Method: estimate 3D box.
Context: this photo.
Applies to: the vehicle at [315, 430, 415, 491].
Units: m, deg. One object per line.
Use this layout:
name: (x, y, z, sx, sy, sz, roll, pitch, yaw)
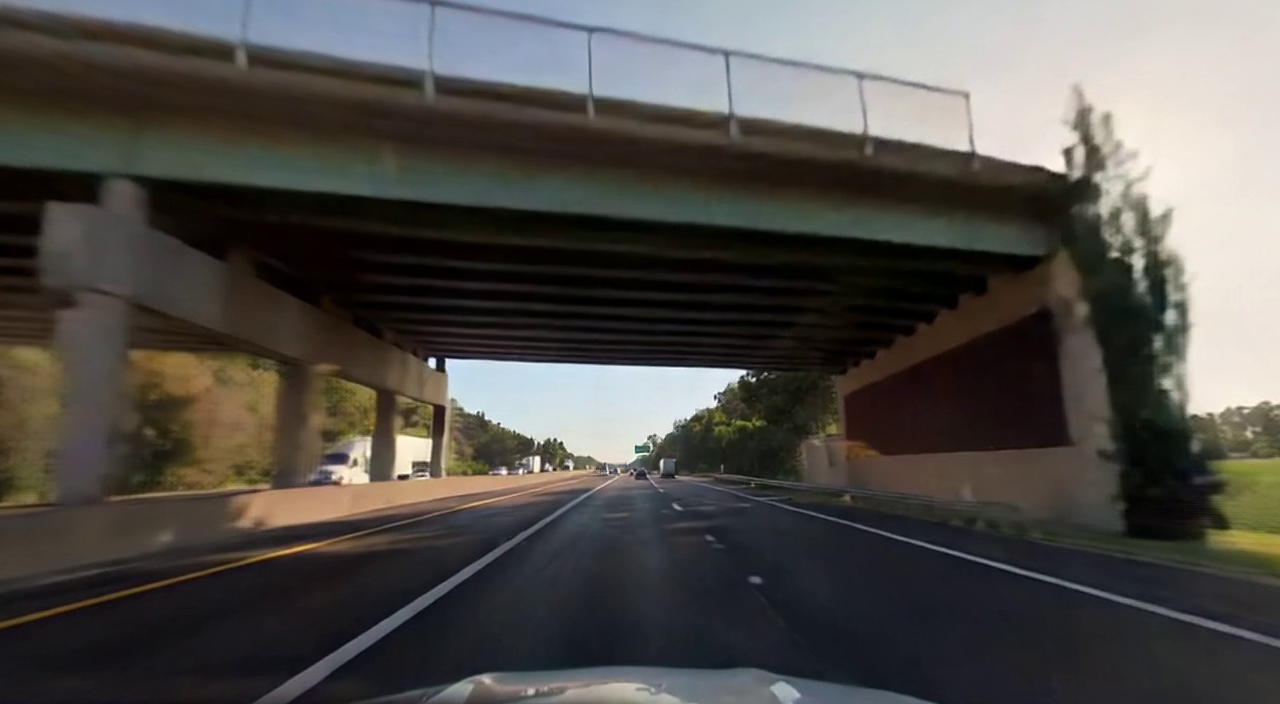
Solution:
vehicle: (-20.566, 8.307, 48.007, 2.936, 4.096, 9.901, 1, -10, 0)
